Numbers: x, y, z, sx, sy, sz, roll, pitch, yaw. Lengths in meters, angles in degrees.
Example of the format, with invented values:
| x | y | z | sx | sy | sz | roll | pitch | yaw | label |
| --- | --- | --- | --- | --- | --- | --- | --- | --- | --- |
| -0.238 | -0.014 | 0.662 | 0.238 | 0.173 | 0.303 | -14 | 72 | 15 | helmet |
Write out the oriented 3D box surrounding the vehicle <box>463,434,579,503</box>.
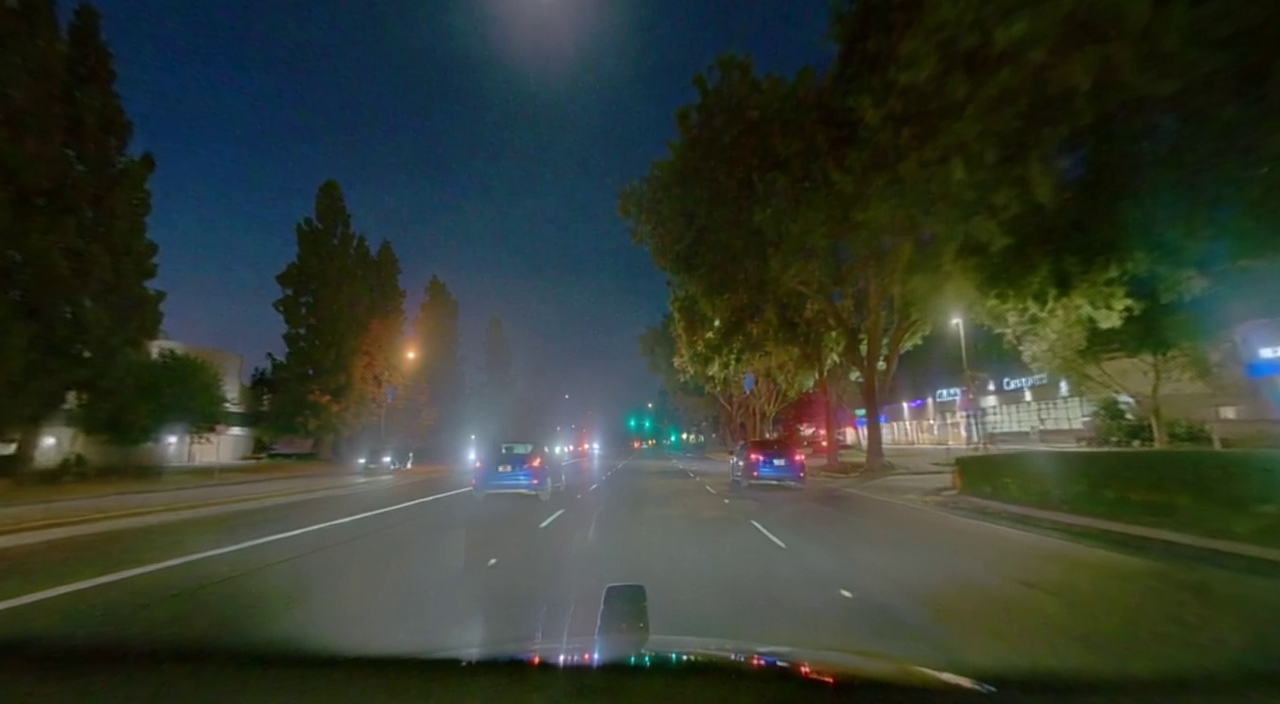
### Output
| x | y | z | sx | sy | sz | roll | pitch | yaw | label |
| --- | --- | --- | --- | --- | --- | --- | --- | --- | --- |
| -2.839 | 2.878 | 16.050 | 2.001 | 1.504 | 4.212 | 0 | -8 | 2 | vehicle |

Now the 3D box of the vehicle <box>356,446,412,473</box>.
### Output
| x | y | z | sx | sy | sz | roll | pitch | yaw | label |
| --- | --- | --- | --- | --- | --- | --- | --- | --- | --- |
| -15.694 | 6.569 | 38.848 | 1.778 | 1.549 | 3.914 | 0 | -8 | 1 | vehicle |

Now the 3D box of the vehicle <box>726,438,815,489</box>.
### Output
| x | y | z | sx | sy | sz | roll | pitch | yaw | label |
| --- | --- | --- | --- | --- | --- | --- | --- | --- | --- |
| 4.170 | 3.621 | 20.916 | 1.977 | 1.474 | 4.399 | 0 | -8 | -1 | vehicle |
